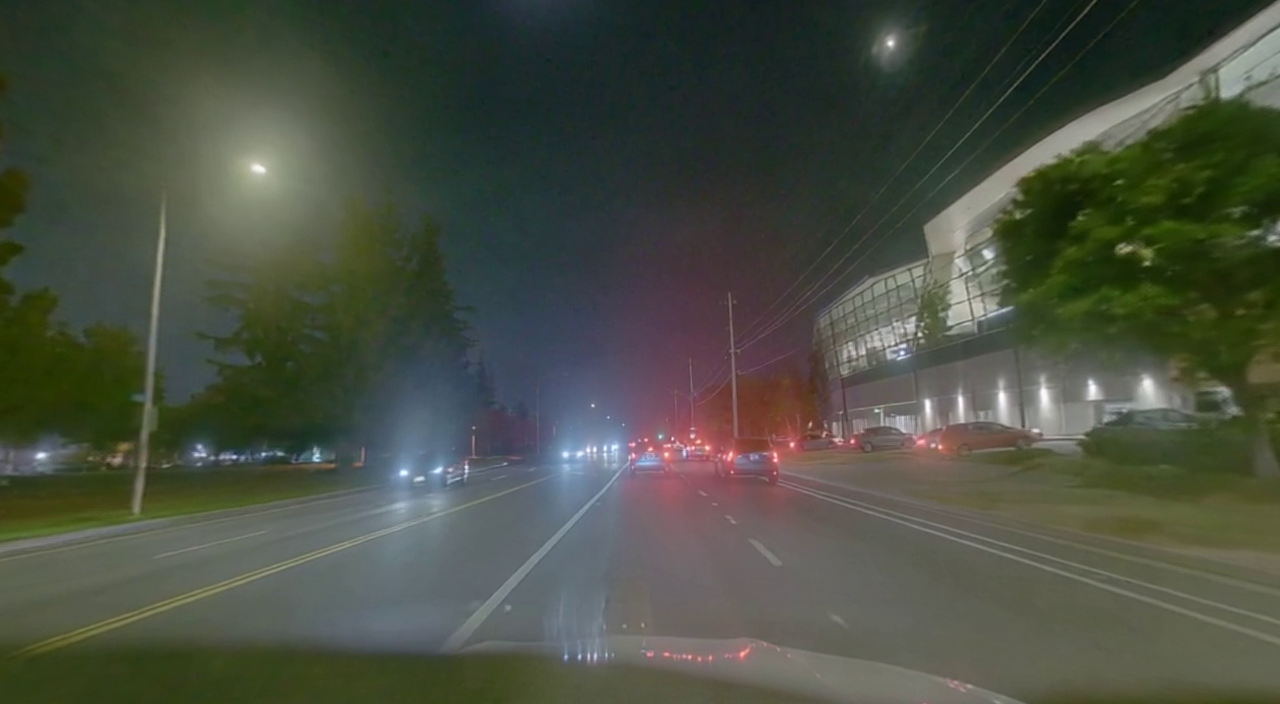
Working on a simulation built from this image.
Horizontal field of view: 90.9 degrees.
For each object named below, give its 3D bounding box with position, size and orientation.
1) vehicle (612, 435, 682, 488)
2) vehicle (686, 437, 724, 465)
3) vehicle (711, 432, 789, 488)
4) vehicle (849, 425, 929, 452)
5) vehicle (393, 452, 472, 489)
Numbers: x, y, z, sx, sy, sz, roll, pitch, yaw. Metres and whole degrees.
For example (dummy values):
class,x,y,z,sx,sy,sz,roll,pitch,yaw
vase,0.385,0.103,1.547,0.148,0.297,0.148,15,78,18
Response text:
class,x,y,z,sx,sy,sz,roll,pitch,yaw
vehicle,0.245,3.759,21.951,2.200,1.653,4.127,0,-8,1
vehicle,4.214,6.530,41.582,2.024,1.711,4.512,0,-8,0
vehicle,3.602,3.626,21.420,1.914,1.698,4.049,0,-8,0
vehicle,16.294,5.678,41.357,4.392,1.709,2.002,0,-9,-1
vehicle,-9.482,5.426,29.205,2.040,1.507,4.598,0,-8,1
